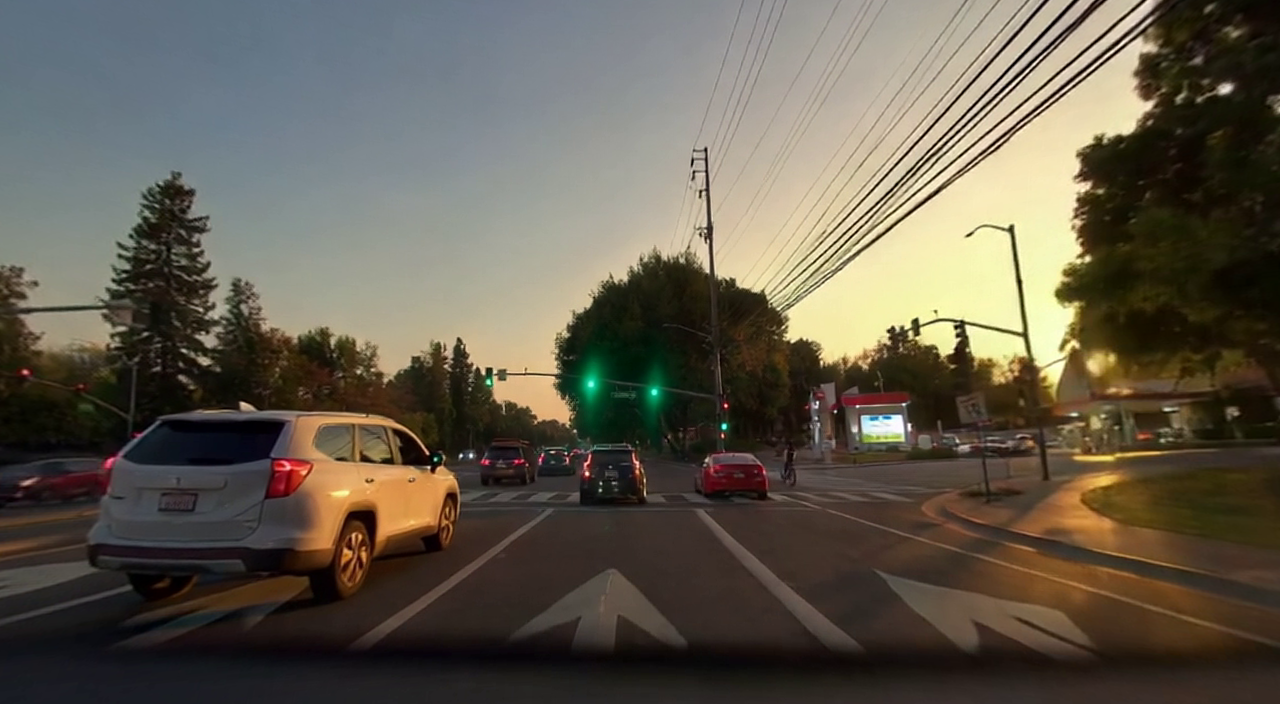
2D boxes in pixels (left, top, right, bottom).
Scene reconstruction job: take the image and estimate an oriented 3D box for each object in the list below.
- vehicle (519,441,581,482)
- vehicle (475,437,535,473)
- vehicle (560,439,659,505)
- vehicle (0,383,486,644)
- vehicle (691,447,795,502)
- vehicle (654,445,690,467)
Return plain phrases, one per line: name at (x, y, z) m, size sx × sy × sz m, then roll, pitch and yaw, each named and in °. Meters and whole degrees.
vehicle at (-3.580, 4.442, 25.979) m, size 1.953 × 1.530 × 4.335 m, roll 0°, pitch -8°, yaw 0°
vehicle at (-7.760, 5.986, 36.908) m, size 2.385 × 1.918 × 5.056 m, roll 0°, pitch -8°, yaw 0°
vehicle at (-0.734, 2.985, 16.141) m, size 2.189 × 1.437 × 4.135 m, roll 0°, pitch -8°, yaw -2°
vehicle at (-3.079, 1.354, 6.341) m, size 1.922 × 1.642 × 4.547 m, roll 0°, pitch -8°, yaw 0°
vehicle at (2.681, 3.301, 17.559) m, size 2.065 × 1.302 × 4.416 m, roll 0°, pitch -8°, yaw -1°
vehicle at (2.176, 7.245, 44.176) m, size 2.069 × 1.464 × 4.599 m, roll 0°, pitch -8°, yaw -2°
